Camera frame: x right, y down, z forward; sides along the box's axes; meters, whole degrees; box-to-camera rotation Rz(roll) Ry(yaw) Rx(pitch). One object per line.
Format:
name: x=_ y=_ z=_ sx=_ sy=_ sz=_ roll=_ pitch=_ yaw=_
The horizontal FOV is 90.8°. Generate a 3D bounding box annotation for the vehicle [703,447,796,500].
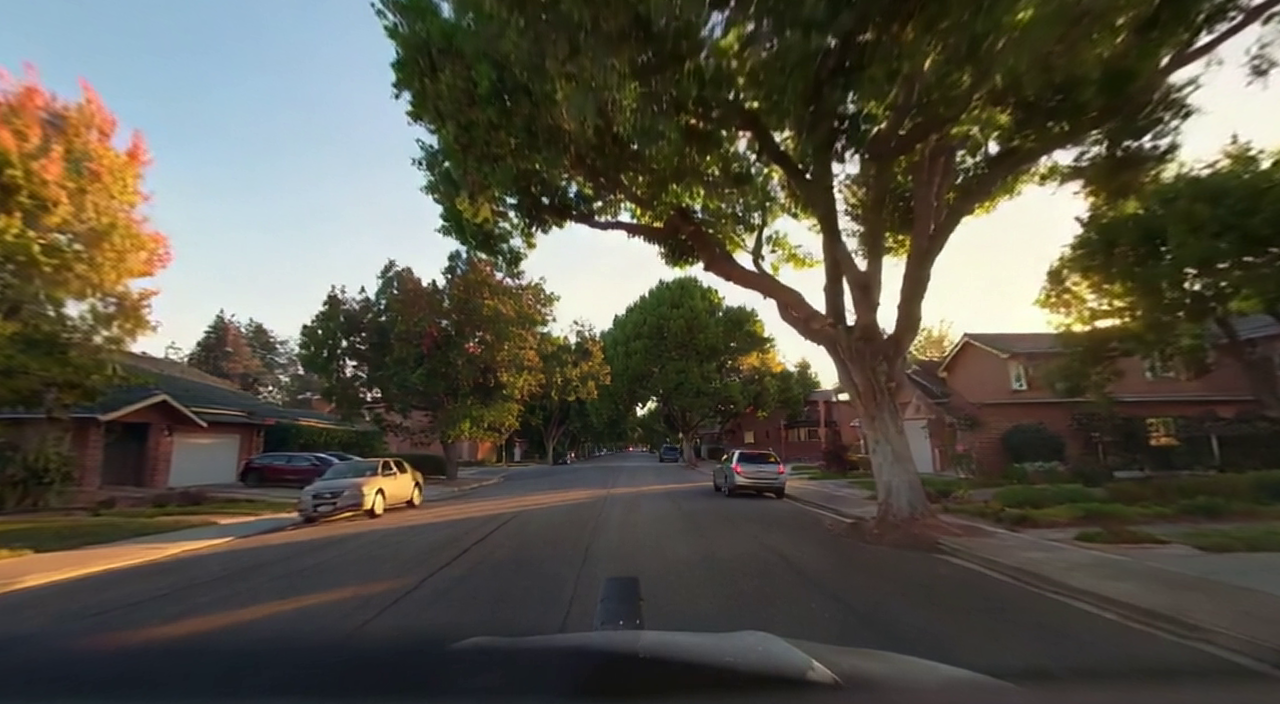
vehicle: x=3.279 y=3.723 z=19.838 sx=1.986 sy=1.476 sz=4.306 roll=0 pitch=-9 yaw=-2

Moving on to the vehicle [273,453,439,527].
vehicle: x=-6.650 y=3.235 z=15.462 sx=2.035 sy=1.480 sz=4.508 roll=0 pitch=-9 yaw=-1
